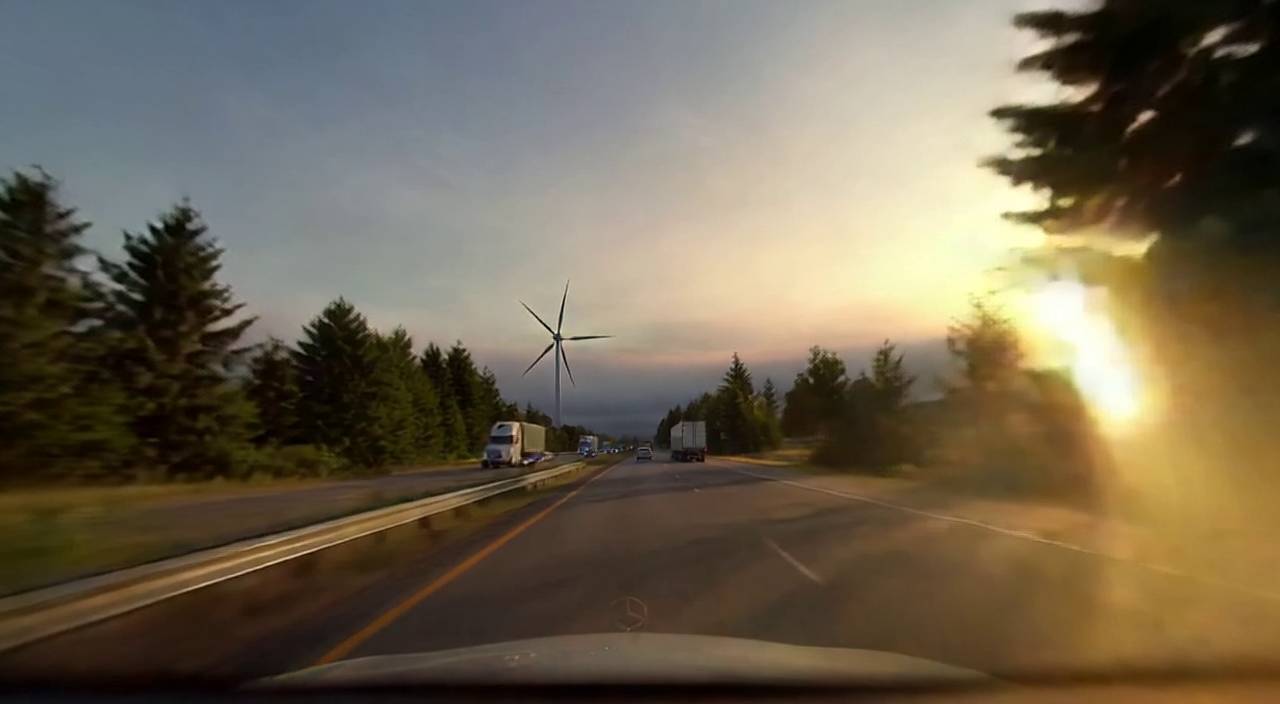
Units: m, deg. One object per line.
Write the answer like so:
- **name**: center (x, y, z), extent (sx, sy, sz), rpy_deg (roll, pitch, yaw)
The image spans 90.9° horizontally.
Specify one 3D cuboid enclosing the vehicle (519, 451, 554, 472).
- **vehicle**: center (-8.111, 8.630, 49.712), extent (2.015, 1.523, 4.279), rpy_deg (0, -9, 1)
